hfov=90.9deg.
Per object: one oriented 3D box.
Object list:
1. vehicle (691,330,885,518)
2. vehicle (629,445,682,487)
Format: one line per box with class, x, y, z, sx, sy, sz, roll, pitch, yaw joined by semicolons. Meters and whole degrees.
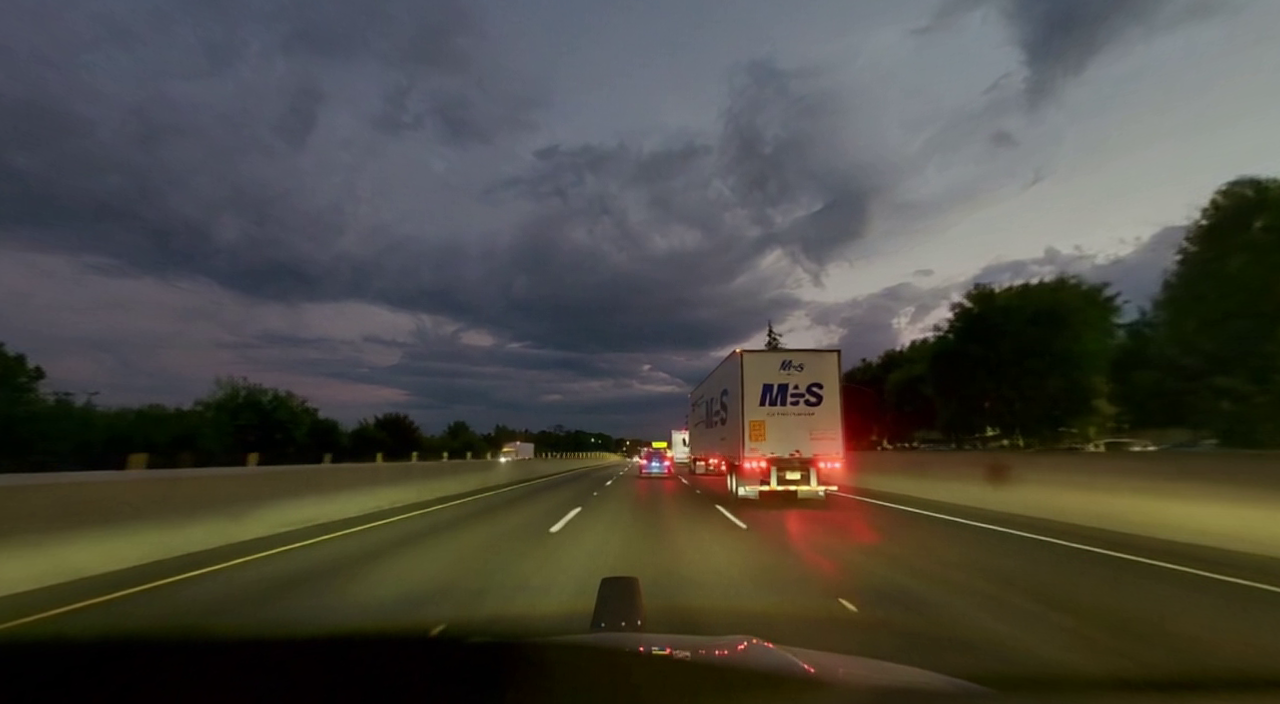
vehicle;3.767;2.603;20.813;3.002;4.104;14.174;0;-9;0
vehicle;0.609;4.864;27.154;2.121;1.642;3.828;0;-9;0
